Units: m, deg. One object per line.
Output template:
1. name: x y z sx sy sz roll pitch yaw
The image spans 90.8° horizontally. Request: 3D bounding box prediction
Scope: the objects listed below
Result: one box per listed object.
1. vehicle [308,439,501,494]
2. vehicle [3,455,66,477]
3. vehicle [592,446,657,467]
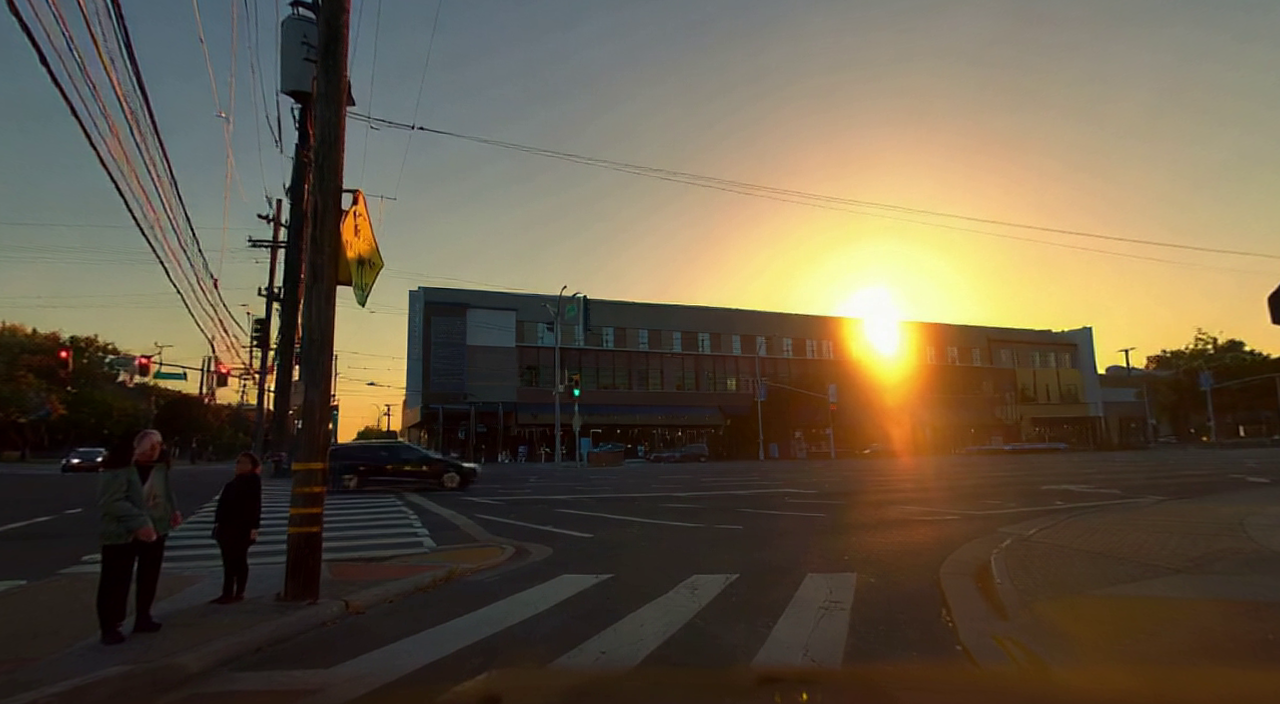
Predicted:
1. vehicle: -6.614 3.264 18.220 4.700 1.479 2.095 0 -8 0
2. vehicle: -46.368 8.680 48.474 2.058 1.487 4.660 4 -9 -26
3. vehicle: -1.139 7.549 45.817 4.391 1.451 1.717 4 -9 -26
